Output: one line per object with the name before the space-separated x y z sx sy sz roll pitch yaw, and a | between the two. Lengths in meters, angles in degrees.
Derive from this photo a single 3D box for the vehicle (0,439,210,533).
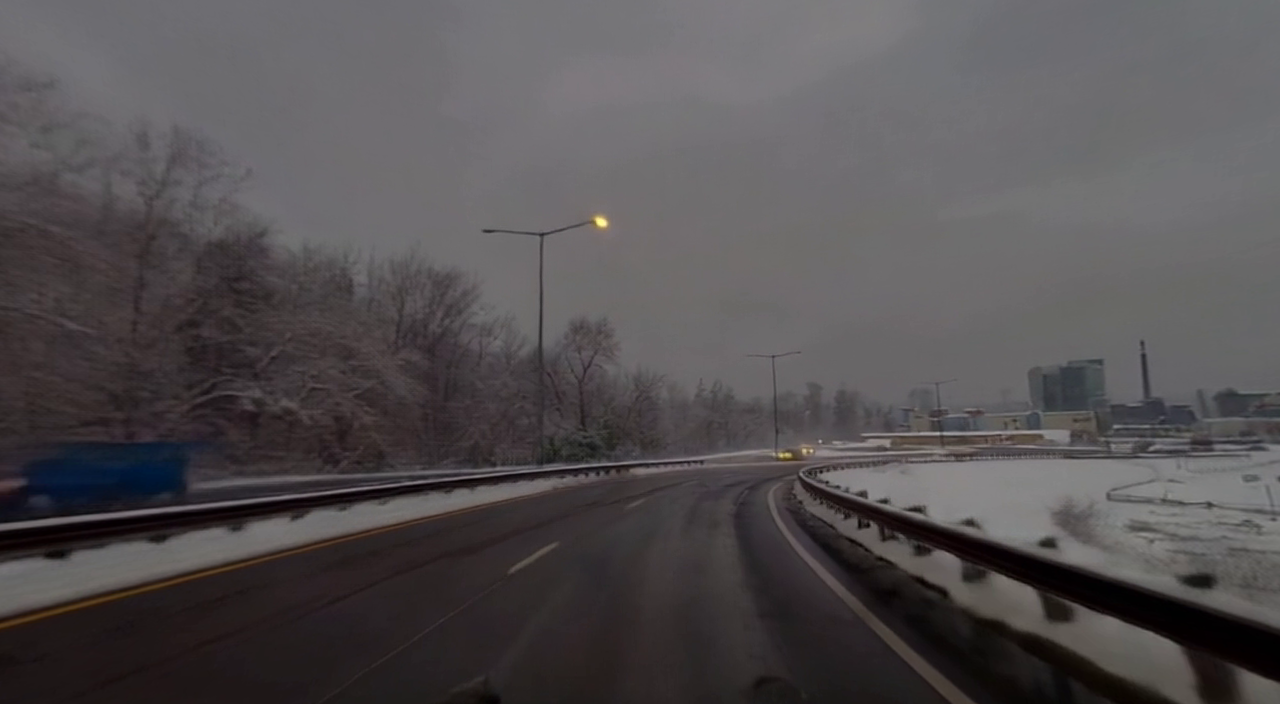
vehicle | -12.424 2.844 13.922 2.009 1.707 4.571 -2 -9 9
